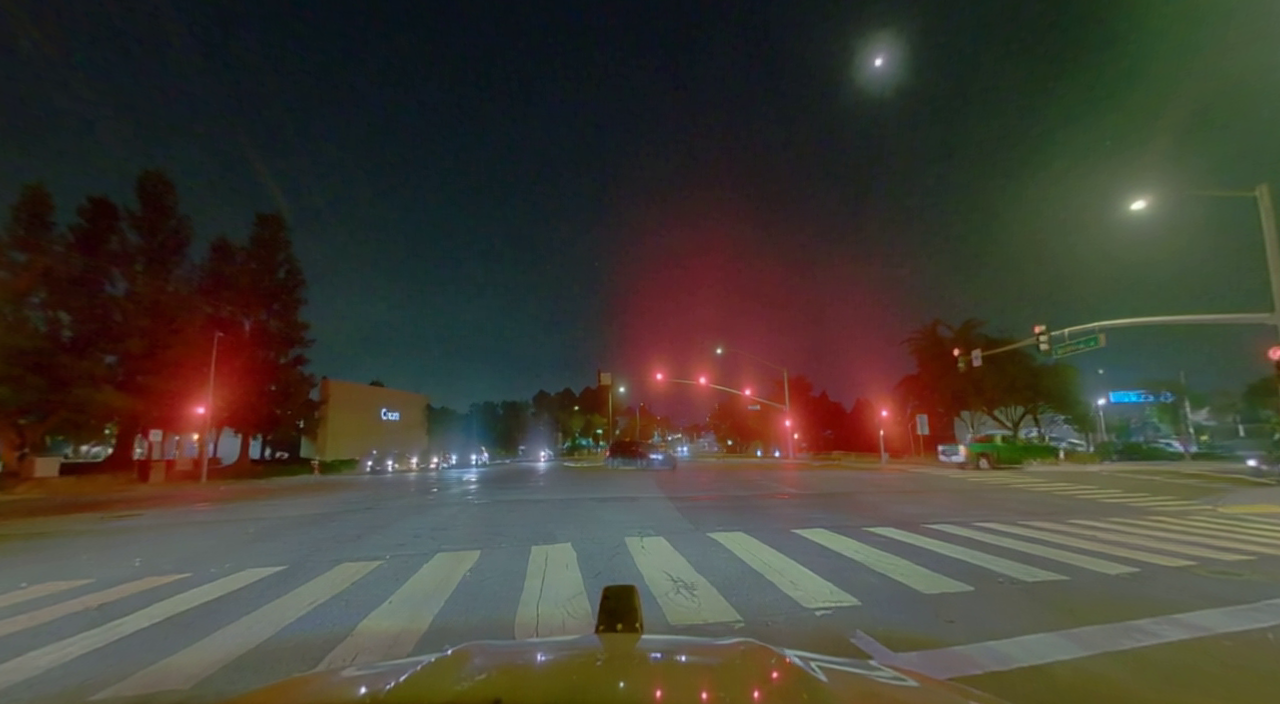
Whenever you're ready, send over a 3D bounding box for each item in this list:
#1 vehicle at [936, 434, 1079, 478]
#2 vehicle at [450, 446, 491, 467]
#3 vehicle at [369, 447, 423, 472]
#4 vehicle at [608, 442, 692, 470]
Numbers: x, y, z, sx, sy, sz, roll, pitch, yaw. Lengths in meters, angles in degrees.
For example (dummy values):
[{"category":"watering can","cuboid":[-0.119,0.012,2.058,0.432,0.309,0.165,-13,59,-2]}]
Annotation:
[{"category":"vehicle","cuboid":[17.200,4.862,29.666,5.667,1.927,2.289,2,-9,-14]},{"category":"vehicle","cuboid":[-12.599,7.766,47.093,1.946,1.474,4.008,0,-9,0]},{"category":"vehicle","cuboid":[-16.247,7.146,42.252,1.883,1.586,4.297,0,-9,0]},{"category":"vehicle","cuboid":[0.508,5.682,34.732,4.457,1.464,1.879,-7,-11,41]}]
